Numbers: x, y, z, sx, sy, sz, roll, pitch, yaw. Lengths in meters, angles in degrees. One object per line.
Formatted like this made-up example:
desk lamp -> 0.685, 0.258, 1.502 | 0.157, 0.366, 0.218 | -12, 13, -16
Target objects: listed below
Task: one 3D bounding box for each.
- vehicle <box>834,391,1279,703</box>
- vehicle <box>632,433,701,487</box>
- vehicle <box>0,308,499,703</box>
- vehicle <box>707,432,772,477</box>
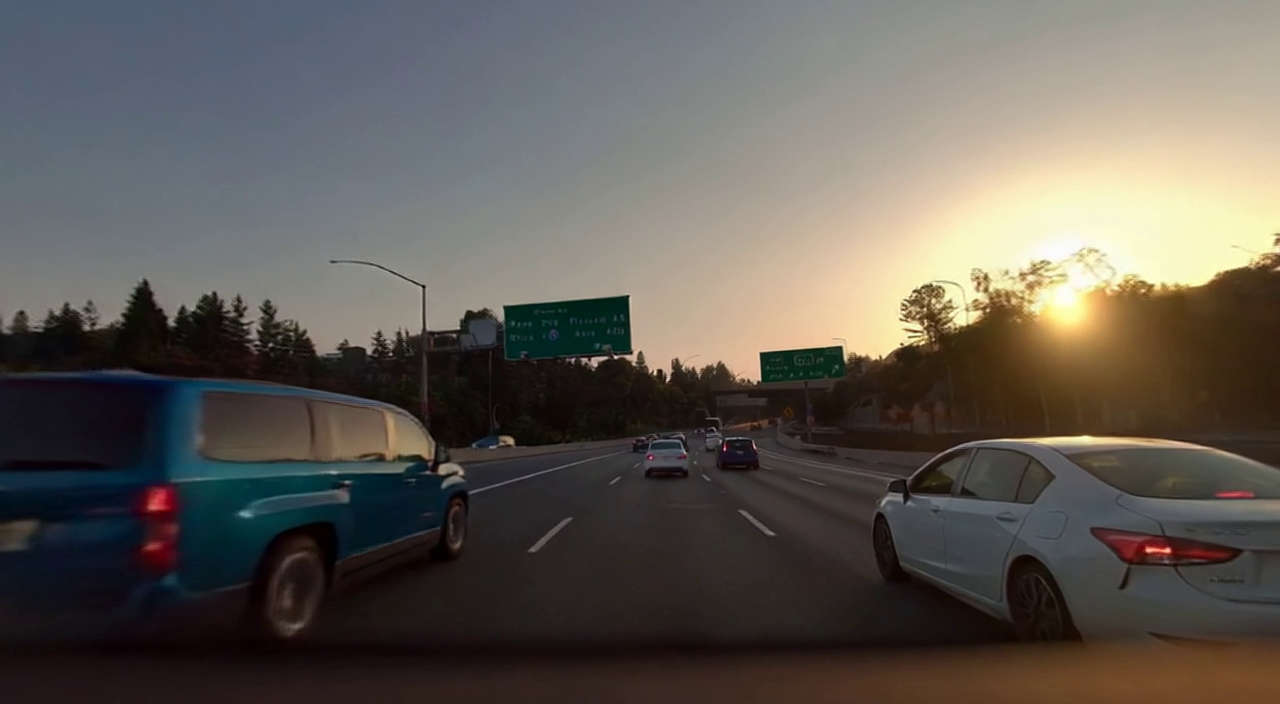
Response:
vehicle -> 3.087, 1.219, 4.388 | 2.009, 1.489, 4.559 | 0, -9, 0
vehicle -> 0.854, 3.554, 20.932 | 2.074, 1.614, 3.803 | 0, -9, 2
vehicle -> -3.110, 1.156, 5.620 | 2.434, 1.965, 5.305 | 0, -9, 0
vehicle -> 3.967, 4.185, 25.884 | 2.076, 1.684, 4.241 | 0, -9, 2
